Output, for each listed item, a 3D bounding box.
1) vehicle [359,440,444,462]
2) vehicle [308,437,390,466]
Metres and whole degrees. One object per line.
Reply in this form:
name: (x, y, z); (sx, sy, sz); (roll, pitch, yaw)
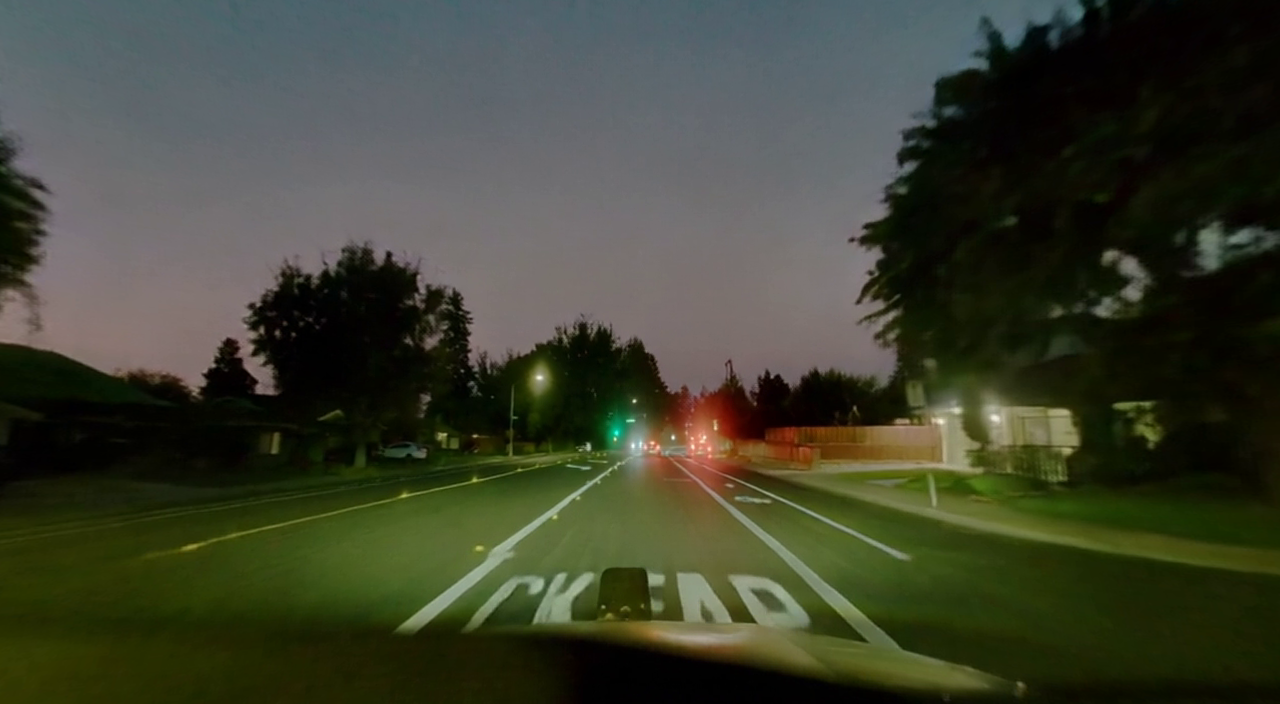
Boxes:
vehicle: (-17.903, 7.434, 47.446); (5.419, 1.649, 2.396); (0, -8, 1)
vehicle: (-18.799, 6.422, 40.776); (4.372, 1.745, 2.017); (6, -10, -35)
